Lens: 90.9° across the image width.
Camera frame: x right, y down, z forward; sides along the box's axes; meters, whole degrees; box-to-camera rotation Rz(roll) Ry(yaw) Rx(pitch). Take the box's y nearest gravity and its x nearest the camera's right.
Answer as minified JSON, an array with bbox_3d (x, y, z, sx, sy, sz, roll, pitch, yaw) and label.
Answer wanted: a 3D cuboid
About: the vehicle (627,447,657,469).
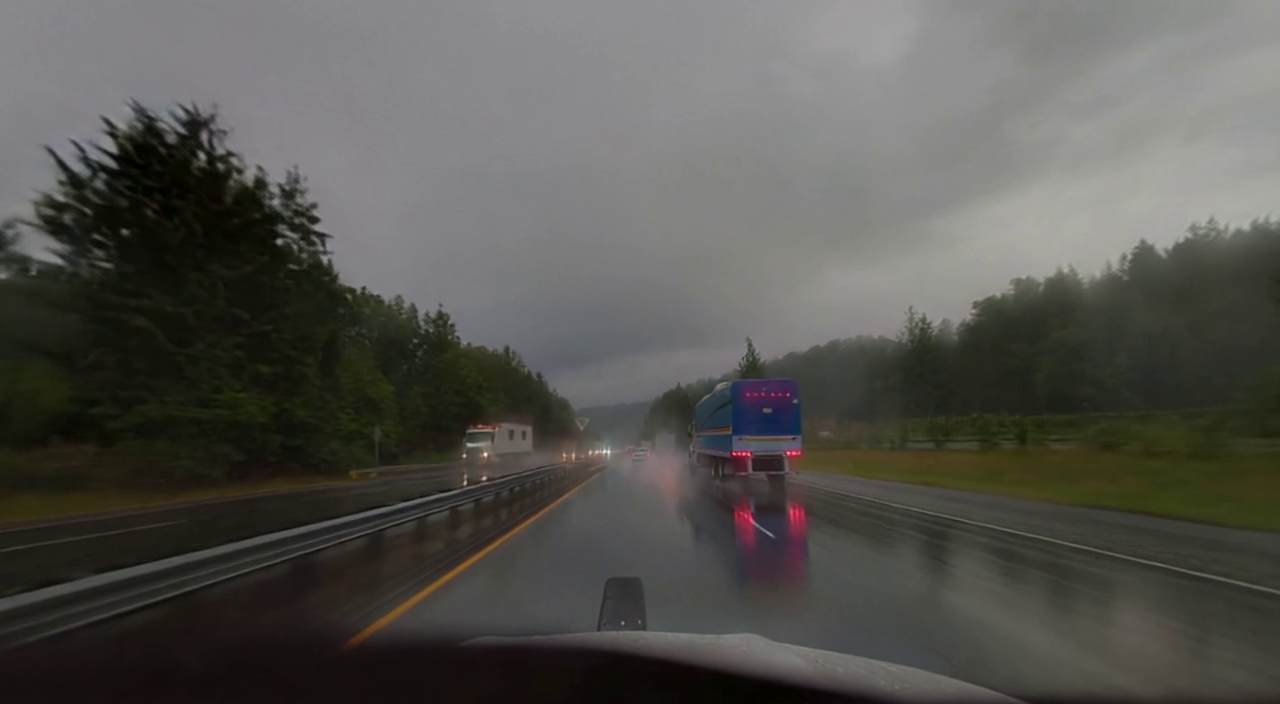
[{"bbox_3d":[0.124,7.163,42.563,1.926,1.386,3.615,0,-9,0],"label":"vehicle"}]

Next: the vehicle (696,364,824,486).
[{"bbox_3d":[4.684,3.553,28.476,2.939,4.129,14.300,0,-9,0],"label":"vehicle"}]

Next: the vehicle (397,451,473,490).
[{"bbox_3d":[-8.390,4.866,26.158,1.803,1.449,3.902,0,-9,0],"label":"vehicle"}]
